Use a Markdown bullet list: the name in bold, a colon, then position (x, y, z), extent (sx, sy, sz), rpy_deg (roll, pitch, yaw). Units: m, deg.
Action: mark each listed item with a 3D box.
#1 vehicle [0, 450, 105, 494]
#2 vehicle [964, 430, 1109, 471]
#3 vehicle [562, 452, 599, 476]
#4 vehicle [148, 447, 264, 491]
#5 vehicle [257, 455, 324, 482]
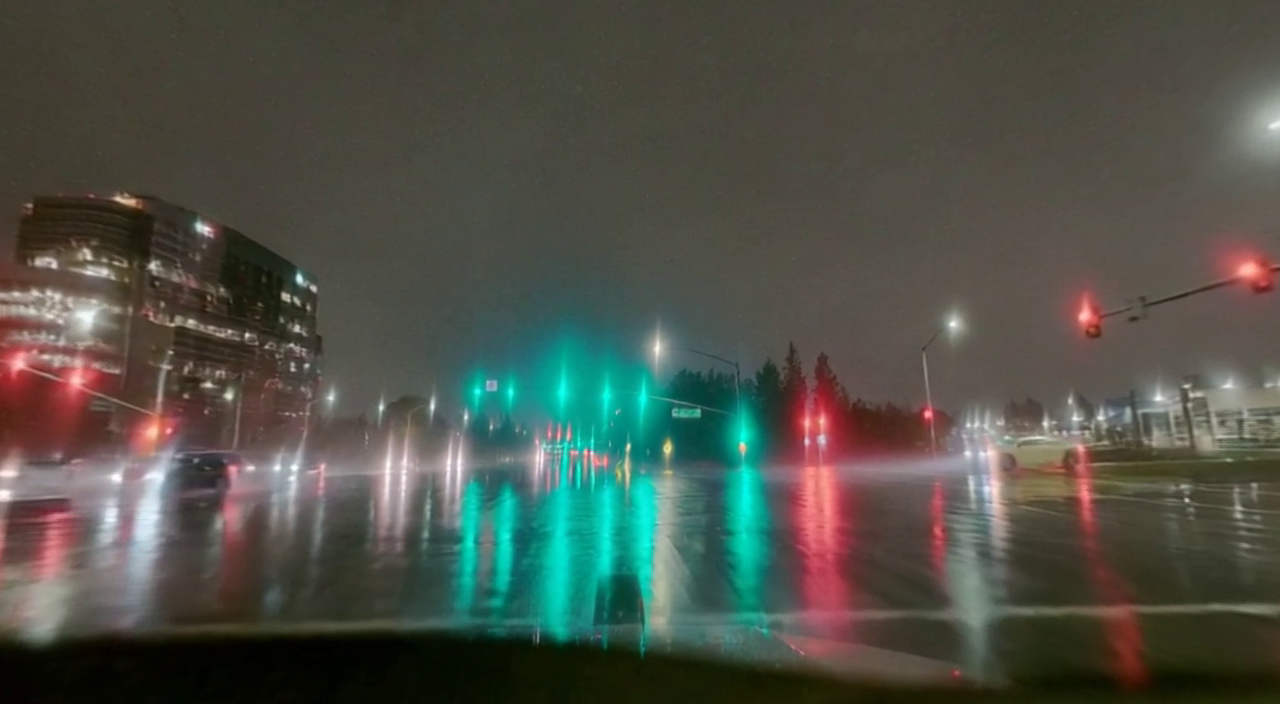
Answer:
- **vehicle**: position (-25.408, 4.982, 26.626), extent (1.877, 1.640, 4.337), rpy_deg (0, -8, 0)
- **vehicle**: position (17.923, 4.465, 28.761), extent (5.003, 1.786, 2.369), rpy_deg (0, -8, -2)
- **vehicle**: position (-3.968, 7.508, 42.615), extent (2.073, 1.445, 4.151), rpy_deg (0, -8, 0)
- **vehicle**: position (-18.370, 4.935, 27.053), extent (1.864, 1.678, 4.288), rpy_deg (0, -8, 1)
- **vehicle**: position (-21.745, 7.252, 39.469), extent (1.945, 1.466, 3.809), rpy_deg (0, -8, 0)
